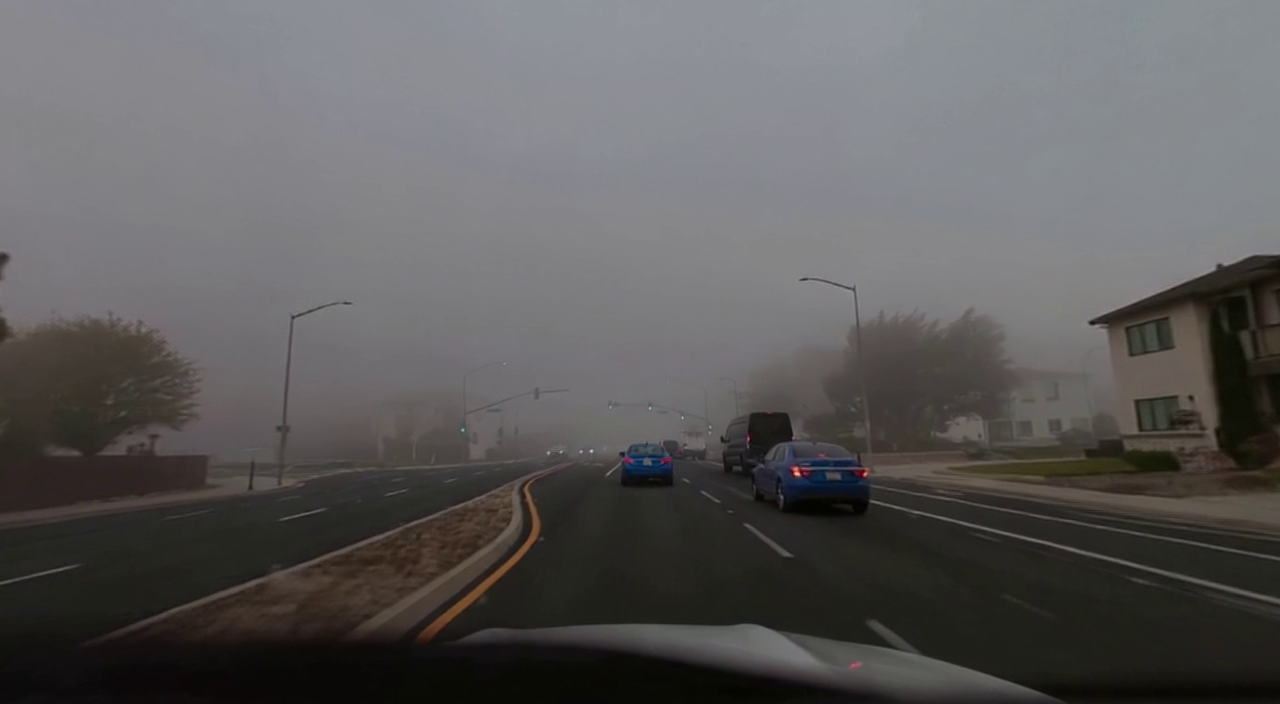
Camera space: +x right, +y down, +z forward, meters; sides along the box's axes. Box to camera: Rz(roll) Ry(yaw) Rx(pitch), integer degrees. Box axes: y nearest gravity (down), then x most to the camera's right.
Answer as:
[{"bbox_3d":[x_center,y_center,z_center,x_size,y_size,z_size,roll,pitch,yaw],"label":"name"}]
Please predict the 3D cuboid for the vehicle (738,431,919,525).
[{"bbox_3d":[3.464,2.422,12.734,2.161,1.519,4.568,0,-9,-1],"label":"vehicle"}]

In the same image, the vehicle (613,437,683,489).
[{"bbox_3d":[0.215,3.582,20.724,2.093,1.497,4.010,0,-9,-1],"label":"vehicle"}]

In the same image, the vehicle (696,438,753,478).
[{"bbox_3d":[3.434,4.379,26.301,1.775,1.499,3.488,0,-9,-1],"label":"vehicle"}]
